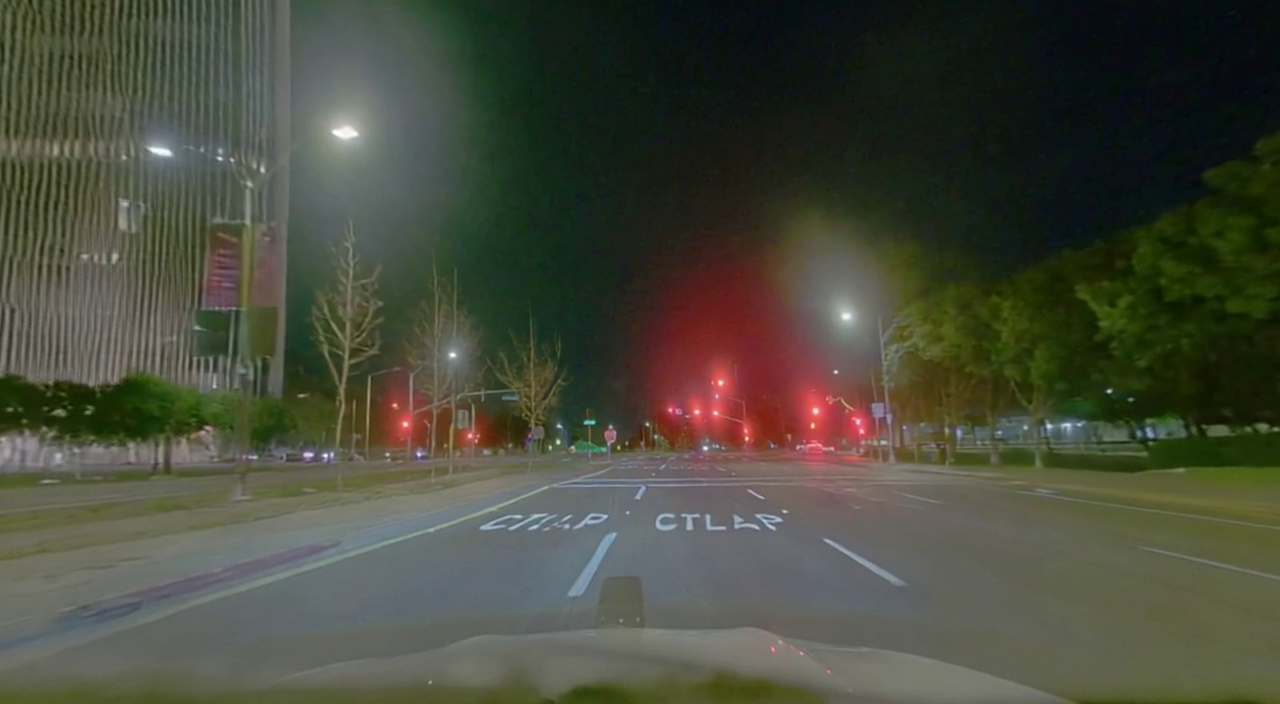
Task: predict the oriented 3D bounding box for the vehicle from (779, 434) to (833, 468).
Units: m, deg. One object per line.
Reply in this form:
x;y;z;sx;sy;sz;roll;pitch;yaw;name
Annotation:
9.853;5.917;37.933;2.156;1.881;4.743;0;-8;2;vehicle
